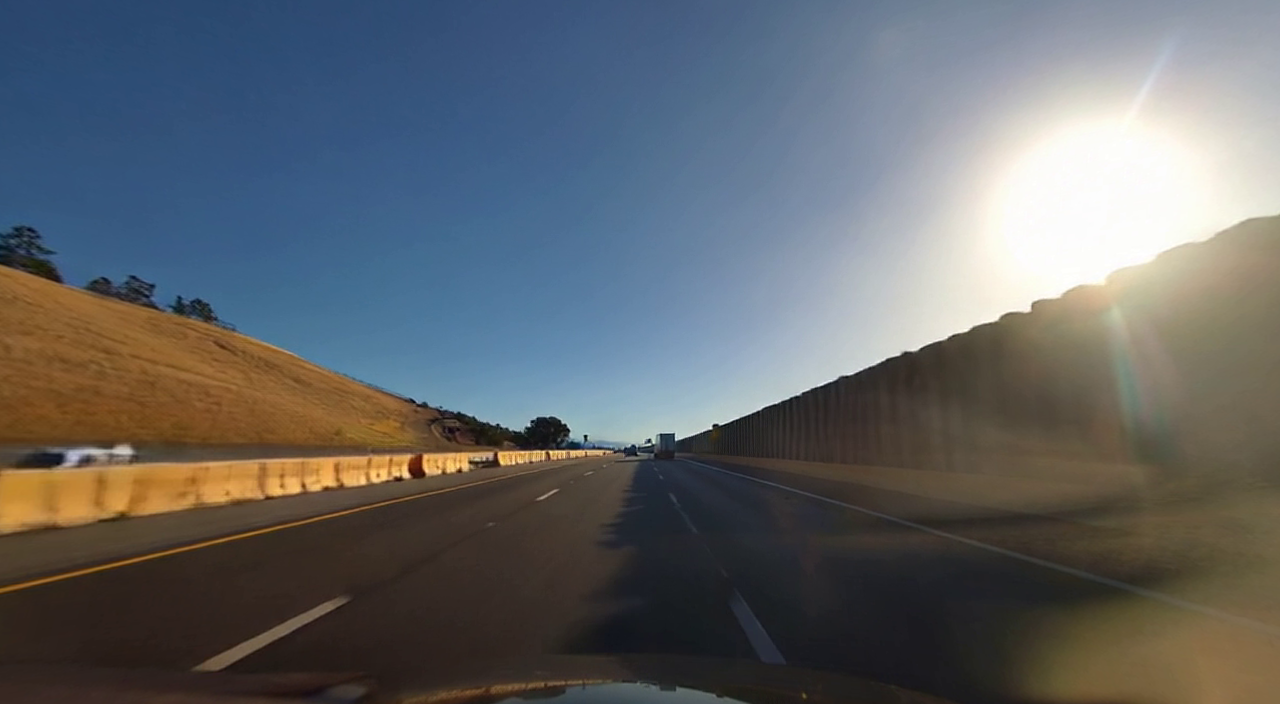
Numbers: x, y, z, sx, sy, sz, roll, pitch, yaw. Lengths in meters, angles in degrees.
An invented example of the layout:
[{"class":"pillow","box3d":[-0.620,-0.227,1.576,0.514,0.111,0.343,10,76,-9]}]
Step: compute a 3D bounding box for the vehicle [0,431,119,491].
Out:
[{"class":"vehicle","box3d":[-19.363,3.409,19.810,2.050,1.689,4.458,0,-9,-1]}]
